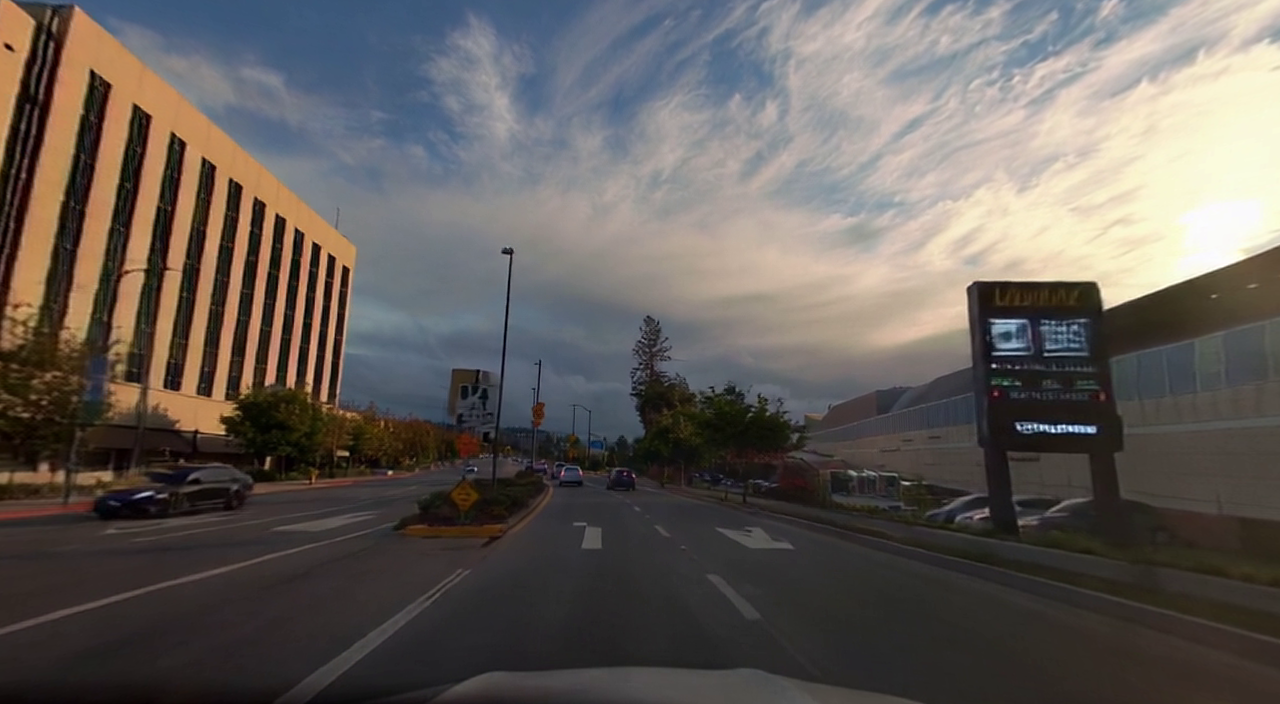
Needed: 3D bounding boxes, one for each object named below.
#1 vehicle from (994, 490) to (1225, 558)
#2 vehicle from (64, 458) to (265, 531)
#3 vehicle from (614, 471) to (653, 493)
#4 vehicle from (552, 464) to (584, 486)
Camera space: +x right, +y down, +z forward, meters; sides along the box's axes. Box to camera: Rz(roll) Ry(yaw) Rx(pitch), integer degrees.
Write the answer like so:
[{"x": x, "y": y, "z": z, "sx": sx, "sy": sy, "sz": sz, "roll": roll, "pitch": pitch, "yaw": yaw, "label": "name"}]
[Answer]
[{"x": 11.756, "y": 4.326, "z": 16.001, "sx": 4.302, "sy": 1.456, "sz": 1.832, "roll": 0, "pitch": -10, "yaw": 3, "label": "vehicle"}, {"x": -10.850, "y": 3.261, "z": 14.777, "sx": 1.839, "sy": 1.456, "sz": 3.859, "roll": 1, "pitch": -10, "yaw": -4, "label": "vehicle"}, {"x": -0.425, "y": 7.458, "z": 36.138, "sx": 1.775, "sy": 1.186, "sz": 2.933, "roll": 2, "pitch": -10, "yaw": -10, "label": "vehicle"}, {"x": -5.377, "y": 9.032, "z": 46.355, "sx": 2.005, "sy": 1.498, "sz": 3.643, "roll": 3, "pitch": -10, "yaw": -11, "label": "vehicle"}]
